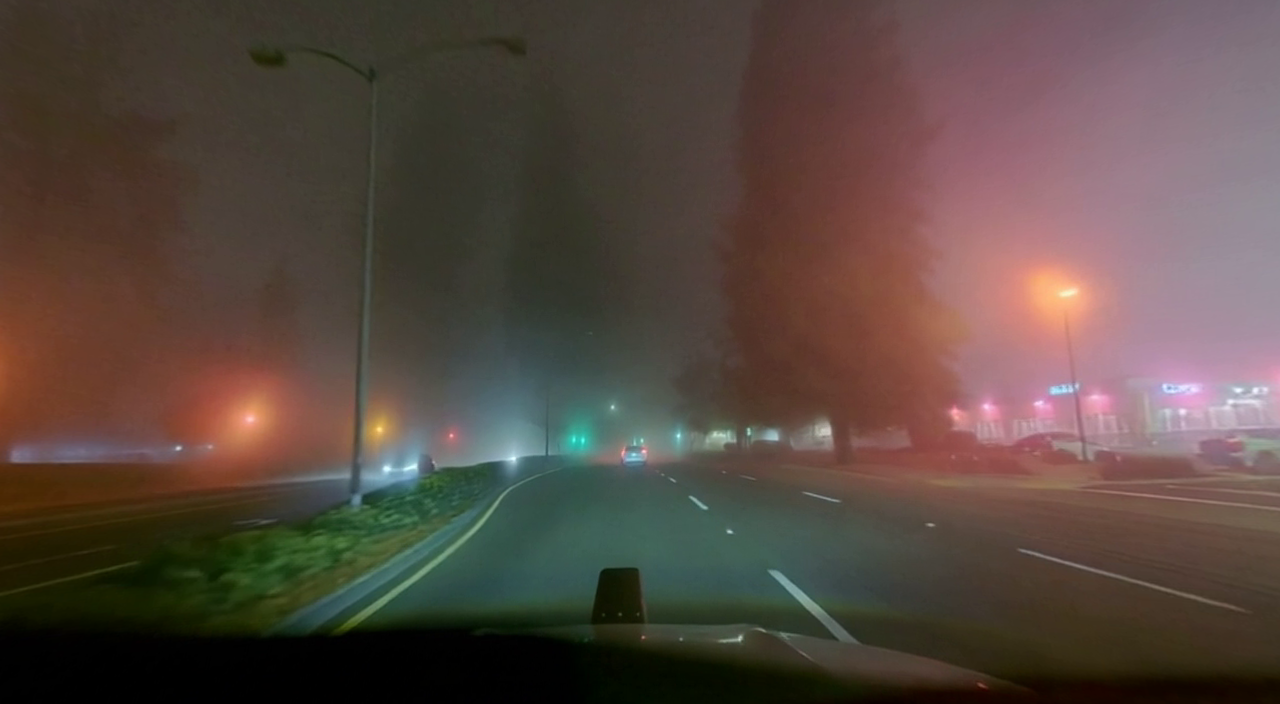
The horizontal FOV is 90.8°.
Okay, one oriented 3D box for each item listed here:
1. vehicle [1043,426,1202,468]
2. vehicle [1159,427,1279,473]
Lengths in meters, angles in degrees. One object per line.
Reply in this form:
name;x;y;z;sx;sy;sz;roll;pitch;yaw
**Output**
vehicle;19.939;3.952;26.282;4.758;1.677;2.154;0;-9;2
vehicle;20.696;3.298;21.360;4.396;1.450;1.956;-1;-9;4
